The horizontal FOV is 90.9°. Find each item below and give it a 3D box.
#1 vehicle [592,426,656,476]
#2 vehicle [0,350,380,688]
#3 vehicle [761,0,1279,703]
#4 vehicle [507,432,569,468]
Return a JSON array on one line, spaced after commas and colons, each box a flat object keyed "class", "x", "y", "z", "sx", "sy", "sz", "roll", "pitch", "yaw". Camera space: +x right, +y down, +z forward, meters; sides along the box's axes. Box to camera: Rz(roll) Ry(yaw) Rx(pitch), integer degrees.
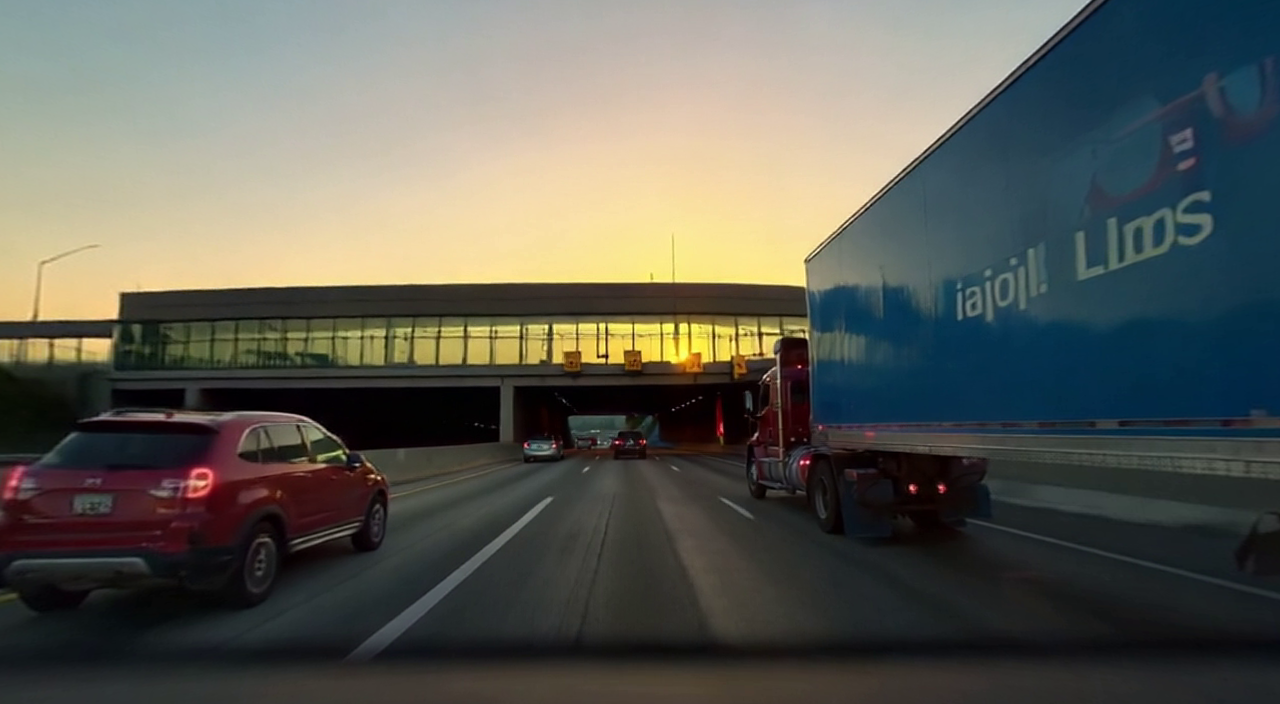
[{"class": "vehicle", "x": -0.539, "y": 3.466, "z": 22.303, "sx": 2.094, "sy": 1.600, "sz": 3.666, "roll": 0, "pitch": -8, "yaw": -1}, {"class": "vehicle", "x": -3.452, "y": 1.021, "z": 4.655, "sx": 1.826, "sy": 1.695, "sz": 2.870, "roll": 0, "pitch": -8, "yaw": -1}, {"class": "vehicle", "x": 3.998, "y": 0.023, "z": 5.529, "sx": 2.842, "sy": 4.108, "sz": 14.081, "roll": 0, "pitch": -8, "yaw": -1}, {"class": "vehicle", "x": -4.353, "y": 4.257, "z": 27.689, "sx": 2.019, "sy": 1.435, "sz": 4.317, "roll": 0, "pitch": -8, "yaw": 0}]
